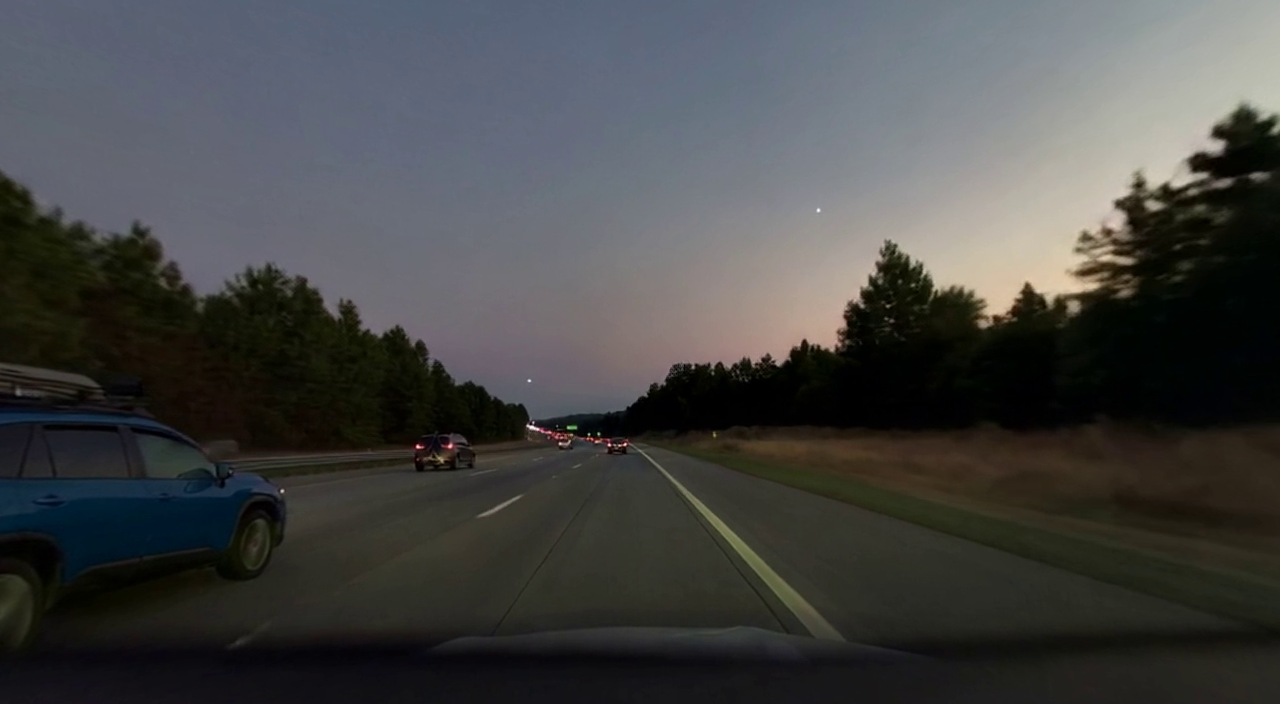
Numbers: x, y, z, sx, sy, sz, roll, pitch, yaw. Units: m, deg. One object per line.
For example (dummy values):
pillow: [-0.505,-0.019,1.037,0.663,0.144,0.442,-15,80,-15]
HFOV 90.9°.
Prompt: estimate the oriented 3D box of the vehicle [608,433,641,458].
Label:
vehicle: [-1.064,6.543,44.295,2.178,1.658,3.916,0,-8,-1]

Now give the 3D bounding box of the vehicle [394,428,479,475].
vehicle: [-8.155,4.018,25.703,1.964,1.745,4.338,0,-8,0]

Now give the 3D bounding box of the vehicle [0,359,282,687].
vehicle: [-4.482,0.964,3.721,2.069,1.748,4.652,0,-8,-1]
